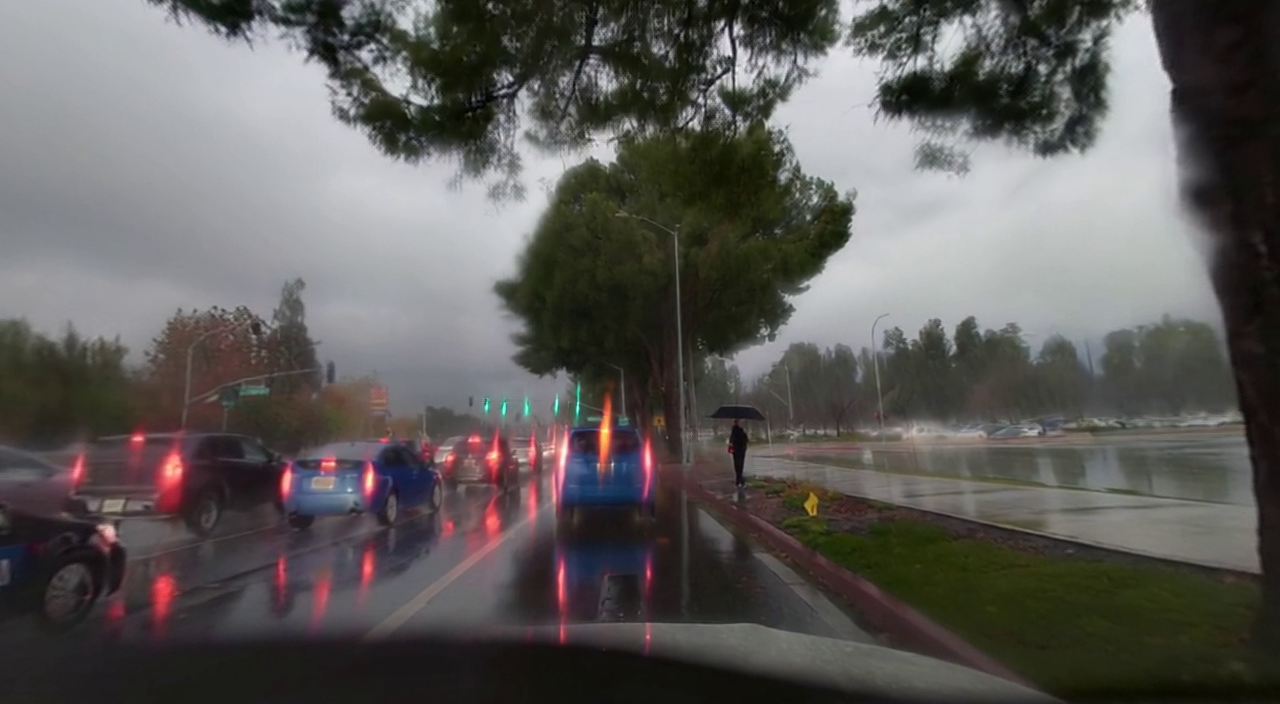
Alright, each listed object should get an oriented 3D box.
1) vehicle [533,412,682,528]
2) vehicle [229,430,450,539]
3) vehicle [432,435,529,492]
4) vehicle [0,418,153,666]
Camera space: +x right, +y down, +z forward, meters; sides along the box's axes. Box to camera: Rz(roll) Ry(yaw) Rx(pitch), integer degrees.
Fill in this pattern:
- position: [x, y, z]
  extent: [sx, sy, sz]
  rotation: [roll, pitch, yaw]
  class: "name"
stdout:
- position: [-0.572, 2.206, 12.268]
  extent: [2.368, 1.829, 4.293]
  rotation: [0, -9, -2]
  class: "vehicle"
- position: [-5.401, 2.422, 12.206]
  extent: [2.010, 1.674, 4.484]
  rotation: [0, -9, 0]
  class: "vehicle"
- position: [-5.423, 3.853, 22.201]
  extent: [2.188, 1.774, 4.477]
  rotation: [0, -9, 1]
  class: "vehicle"
- position: [-5.257, 1.131, 3.336]
  extent: [2.069, 1.616, 4.108]
  rotation: [0, -9, 0]
  class: "vehicle"
